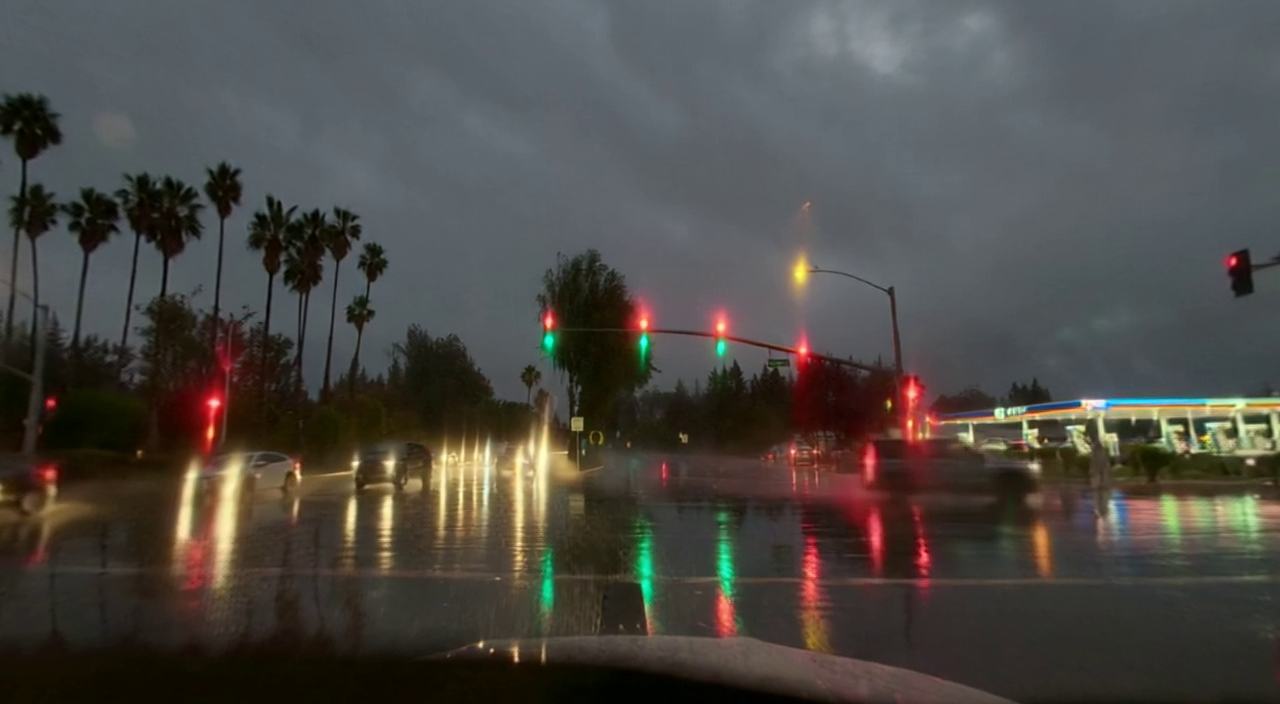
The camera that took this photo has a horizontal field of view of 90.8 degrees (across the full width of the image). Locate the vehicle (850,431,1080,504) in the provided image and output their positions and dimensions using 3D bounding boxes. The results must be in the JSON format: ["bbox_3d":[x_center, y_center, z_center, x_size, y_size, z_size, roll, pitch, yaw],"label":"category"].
[{"bbox_3d":[8.109,2.929,16.382,4.938,1.651,2.138,-3,-9,19],"label":"vehicle"}]

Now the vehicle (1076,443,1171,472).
[{"bbox_3d":[24.246,5.300,31.746,3.474,1.376,1.538,0,-9,-2],"label":"vehicle"}]

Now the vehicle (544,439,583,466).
[{"bbox_3d":[-5.215,6.903,43.566,1.929,1.719,4.892,0,-9,1],"label":"vehicle"}]

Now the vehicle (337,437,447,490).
[{"bbox_3d":[-8.557,3.878,22.273,2.156,1.662,4.186,0,-9,-1],"label":"vehicle"}]

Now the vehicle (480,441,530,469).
[{"bbox_3d":[-8.564,6.567,40.440,2.124,1.701,4.551,0,-9,1],"label":"vehicle"}]

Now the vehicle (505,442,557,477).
[{"bbox_3d":[-5.025,5.014,29.753,1.983,1.464,4.579,1,-9,-4],"label":"vehicle"}]

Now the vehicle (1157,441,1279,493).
[{"bbox_3d":[18.724,3.401,18.830,5.015,1.446,1.862,0,-9,-3],"label":"vehicle"}]

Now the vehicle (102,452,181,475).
[{"bbox_3d":[-35.257,7.868,44.832,1.886,1.523,4.581,0,-9,-1],"label":"vehicle"}]

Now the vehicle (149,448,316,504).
[{"bbox_3d":[-11.844,3.602,18.830,1.966,1.455,4.493,0,-9,0],"label":"vehicle"}]
